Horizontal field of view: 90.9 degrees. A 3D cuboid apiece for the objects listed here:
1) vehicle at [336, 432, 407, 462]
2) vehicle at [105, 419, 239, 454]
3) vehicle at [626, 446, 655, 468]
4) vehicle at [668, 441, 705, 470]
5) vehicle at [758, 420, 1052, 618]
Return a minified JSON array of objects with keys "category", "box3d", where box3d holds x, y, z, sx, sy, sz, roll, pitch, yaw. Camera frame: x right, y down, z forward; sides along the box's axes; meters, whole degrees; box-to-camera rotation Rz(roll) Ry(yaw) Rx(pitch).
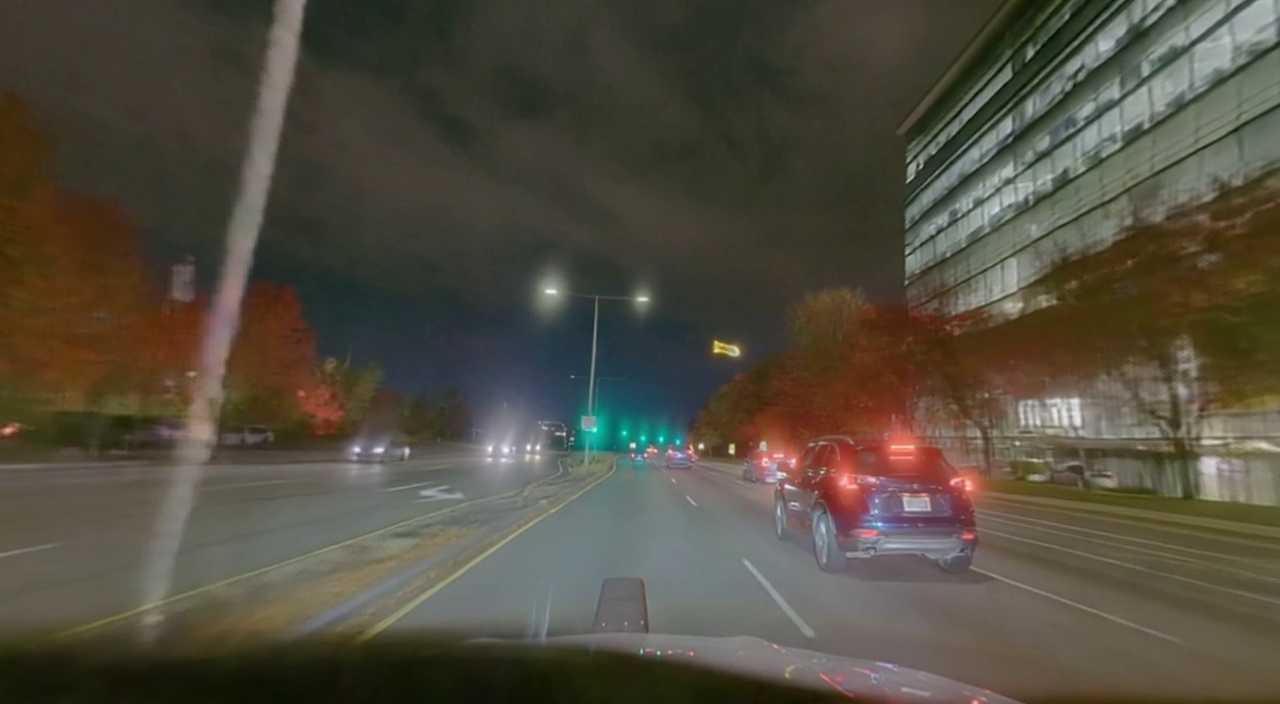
[{"category":"vehicle","box3d":[-15.340,5.447,36.293,2.029,1.588,4.654,0,-8,0]},{"category":"vehicle","box3d":[-27.023,4.916,36.534,6.055,1.910,2.113,0,-8,1]},{"category":"vehicle","box3d":[0.011,7.370,44.451,1.991,1.477,3.814,0,-8,0]},{"category":"vehicle","box3d":[3.304,7.436,45.455,2.154,1.844,4.634,3,-9,-1]},{"category":"vehicle","box3d":[2.801,1.798,7.704,1.901,1.634,3.896,4,-8,0]}]
